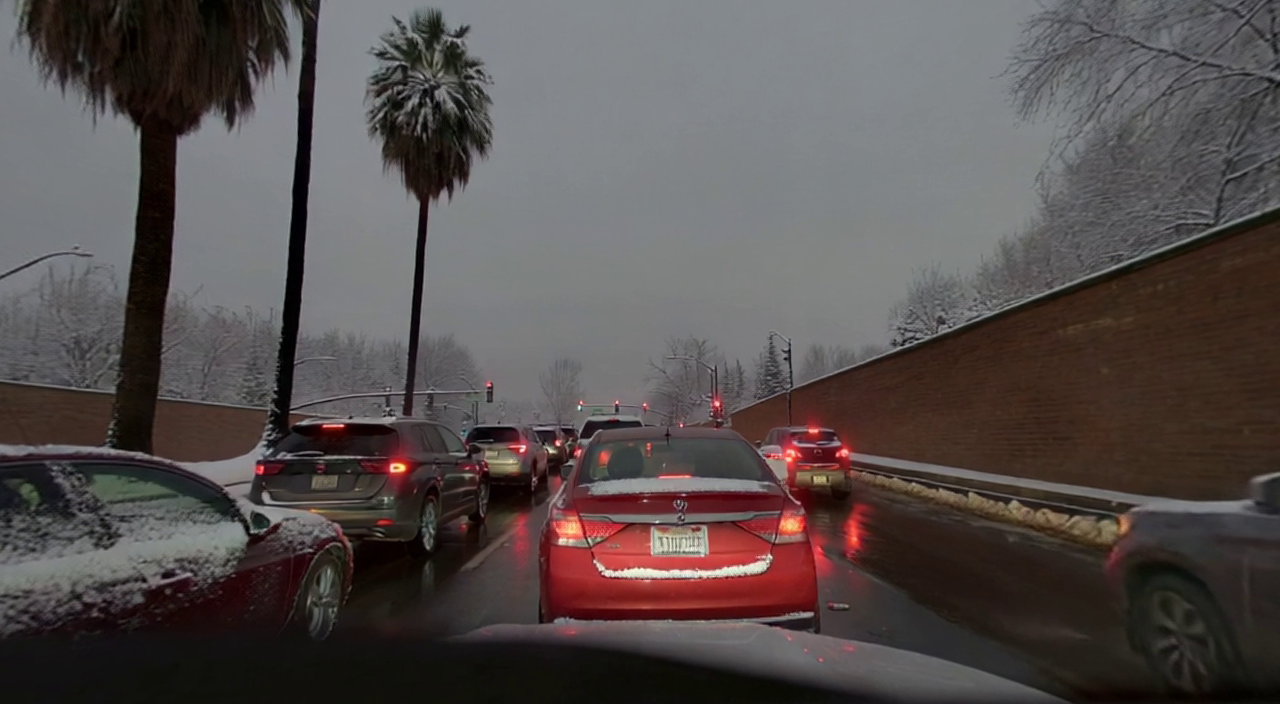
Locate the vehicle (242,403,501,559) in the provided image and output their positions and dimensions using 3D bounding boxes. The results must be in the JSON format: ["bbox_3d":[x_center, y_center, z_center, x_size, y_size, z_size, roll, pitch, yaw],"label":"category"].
[{"bbox_3d":[-3.514,1.772,9.274,2.055,1.746,4.136,0,-8,-2],"label":"vehicle"}]

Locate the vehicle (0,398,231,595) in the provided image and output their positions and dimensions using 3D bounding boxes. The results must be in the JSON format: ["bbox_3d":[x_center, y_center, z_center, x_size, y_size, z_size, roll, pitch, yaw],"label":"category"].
[{"bbox_3d":[-6.669,1.403,6.386,1.963,1.721,4.662,0,-8,-2],"label":"vehicle"}]

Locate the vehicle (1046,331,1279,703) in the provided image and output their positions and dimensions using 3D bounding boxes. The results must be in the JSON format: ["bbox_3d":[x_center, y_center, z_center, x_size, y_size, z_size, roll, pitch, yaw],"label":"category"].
[{"bbox_3d":[3.172,0.696,1.502,2.112,1.717,4.432,-2,-9,11],"label":"vehicle"}]

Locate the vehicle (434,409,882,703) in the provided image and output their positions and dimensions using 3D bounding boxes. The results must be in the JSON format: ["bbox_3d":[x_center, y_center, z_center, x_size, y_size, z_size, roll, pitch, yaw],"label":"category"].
[{"bbox_3d":[0.047,1.332,5.192,2.128,1.473,4.272,0,-8,-1],"label":"vehicle"}]
